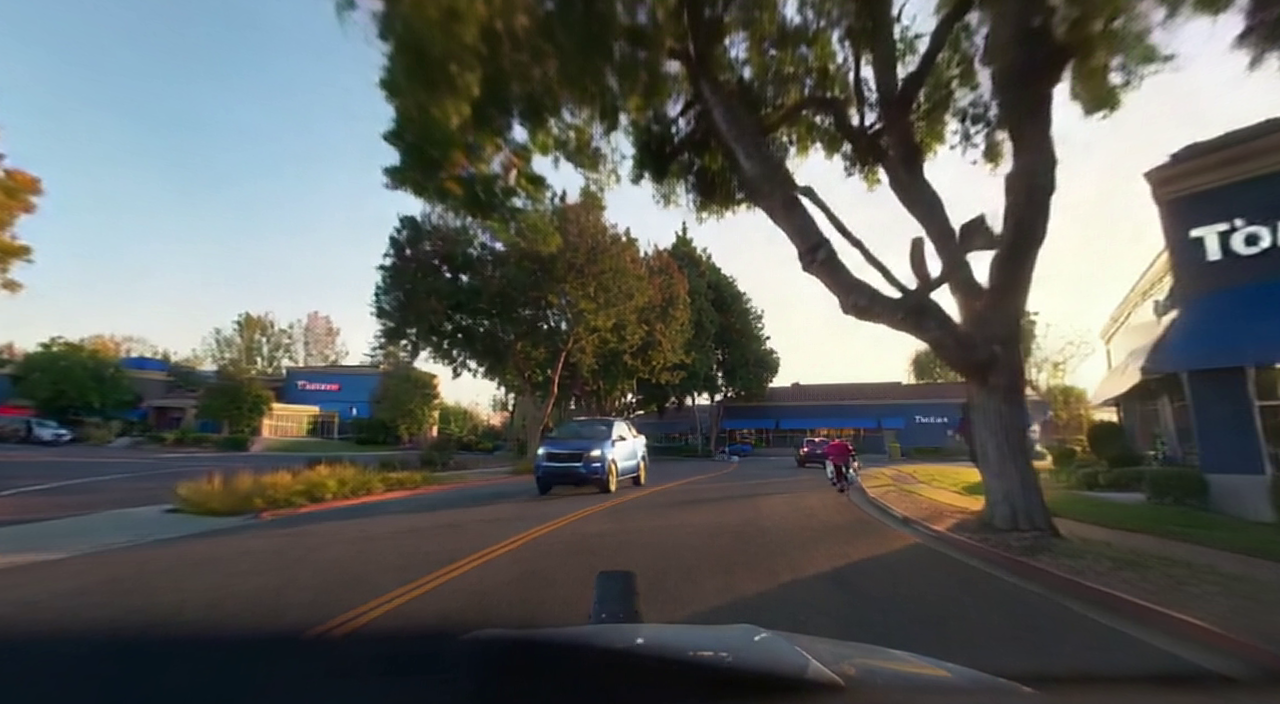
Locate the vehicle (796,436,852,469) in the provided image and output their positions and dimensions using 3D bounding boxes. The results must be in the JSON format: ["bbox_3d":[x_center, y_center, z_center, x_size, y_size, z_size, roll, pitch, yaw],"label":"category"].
[{"bbox_3d":[10.566,5.828,36.724,2.292,1.767,5.128,-1,-9,7],"label":"vehicle"}]

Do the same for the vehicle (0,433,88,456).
[{"bbox_3d":[-43.820,6.731,45.967,5.069,1.627,1.868,4,-10,-29],"label":"vehicle"}]

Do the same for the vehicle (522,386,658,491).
[{"bbox_3d":[-1.294,2.824,20.425,2.674,2.815,6.582,-2,-9,11],"label":"vehicle"}]
